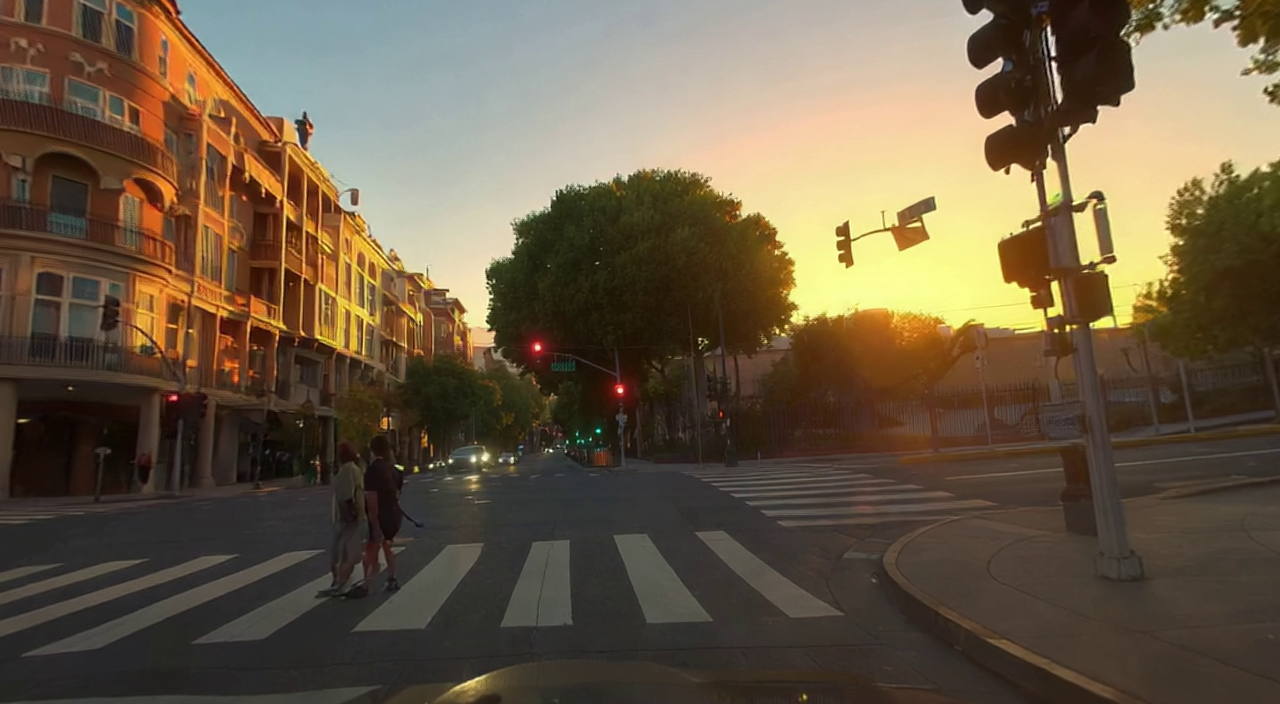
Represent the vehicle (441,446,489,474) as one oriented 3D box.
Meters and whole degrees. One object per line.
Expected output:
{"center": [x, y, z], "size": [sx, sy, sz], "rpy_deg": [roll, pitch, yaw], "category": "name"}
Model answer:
{"center": [-10.470, 6.460, 38.078], "size": [2.196, 1.503, 4.371], "rpy_deg": [1, -8, -8], "category": "vehicle"}
